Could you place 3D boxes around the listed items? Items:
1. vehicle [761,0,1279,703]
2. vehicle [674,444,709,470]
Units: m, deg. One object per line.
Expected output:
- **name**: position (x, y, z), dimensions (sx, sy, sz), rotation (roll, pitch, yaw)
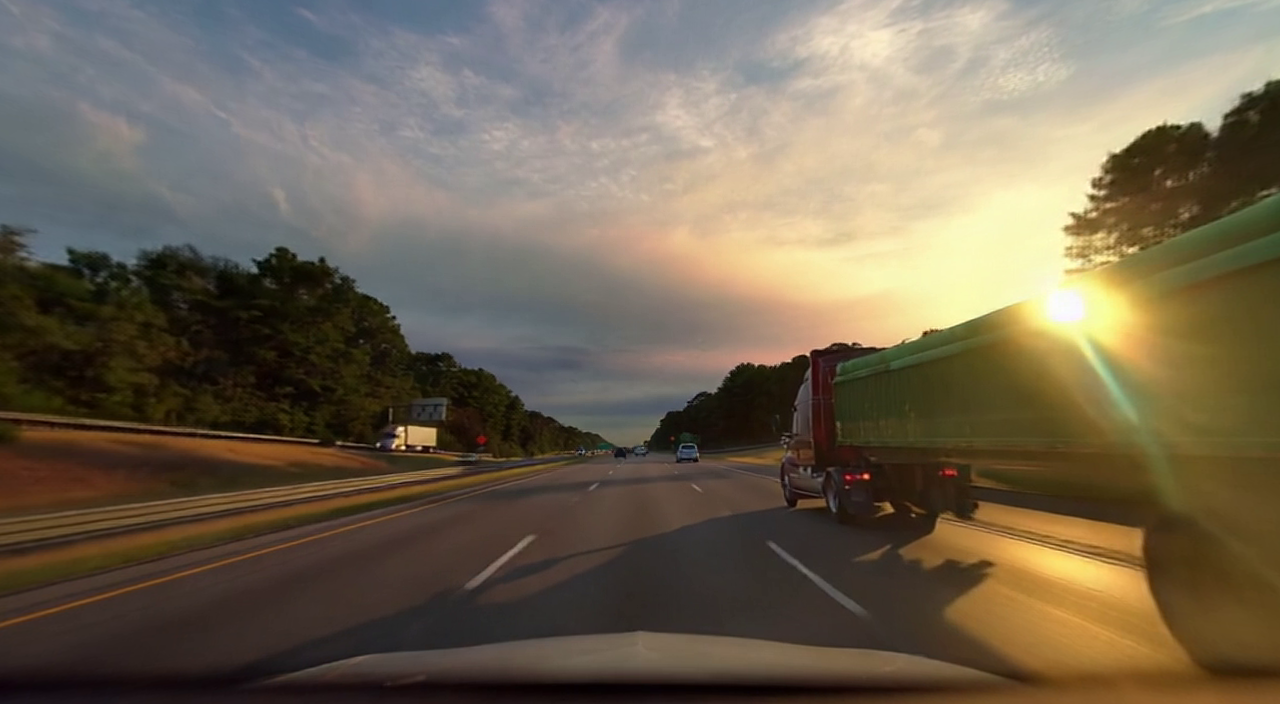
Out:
- **vehicle**: position (4.622, 0.079, 6.719), dimensions (3.115, 4.407, 17.026), rotation (0, -9, -1)
- **vehicle**: position (3.393, 6.989, 42.119), dimensions (2.019, 1.601, 3.953), rotation (0, -9, 0)
